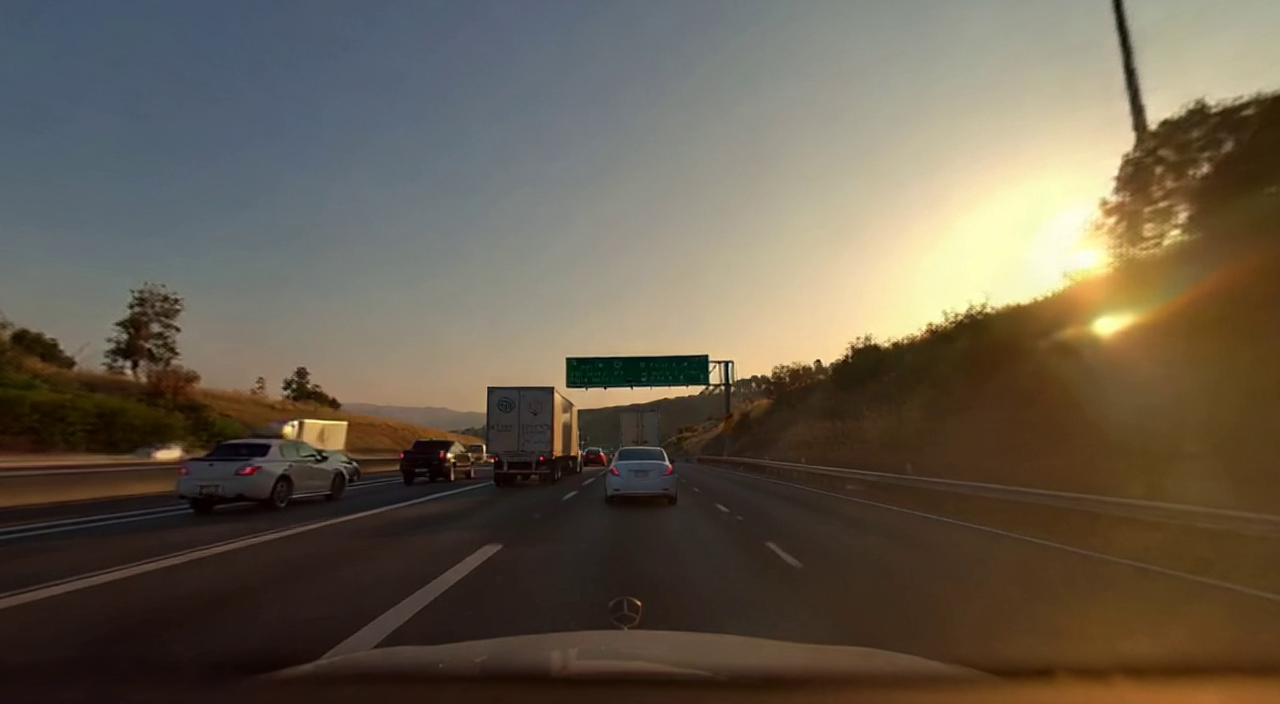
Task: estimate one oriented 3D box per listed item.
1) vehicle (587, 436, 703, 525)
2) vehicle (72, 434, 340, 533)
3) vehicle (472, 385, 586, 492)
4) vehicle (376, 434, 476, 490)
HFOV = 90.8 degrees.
[{"bbox_3d":[0.052,2.471,12.563,1.995,1.495,3.380,0,-9,-1],"label":"vehicle"},{"bbox_3d":[-7.948,2.434,12.291,1.879,1.521,4.623,-1,-9,1],"label":"vehicle"},{"bbox_3d":[-3.811,3.290,23.601,2.812,3.342,7.248,-1,-9,1],"label":"vehicle"},{"bbox_3d":[-7.432,3.865,22.455,1.952,1.746,4.332,-1,-9,1],"label":"vehicle"}]
